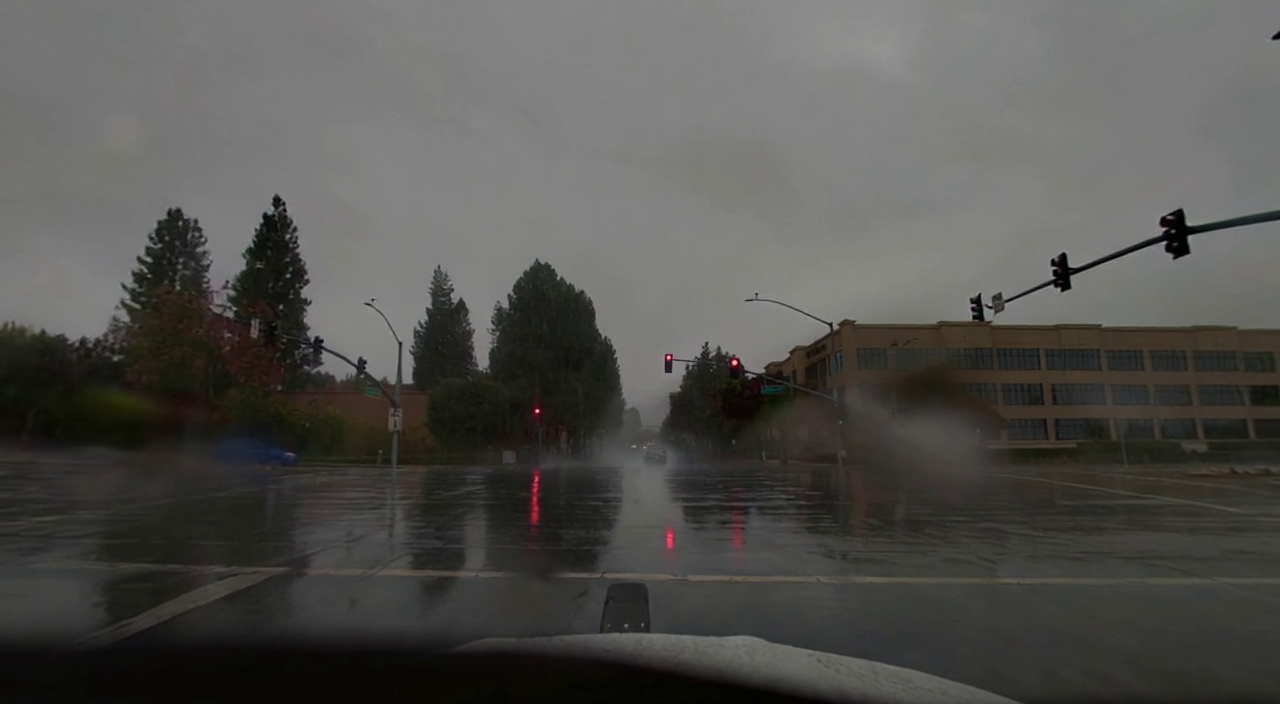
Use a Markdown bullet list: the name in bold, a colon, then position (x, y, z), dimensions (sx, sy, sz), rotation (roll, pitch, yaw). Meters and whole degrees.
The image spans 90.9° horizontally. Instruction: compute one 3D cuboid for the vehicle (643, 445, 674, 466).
- **vehicle**: position (1.310, 7.620, 46.462), dimensions (2.132, 1.449, 4.235), rotation (0, -9, 0)
